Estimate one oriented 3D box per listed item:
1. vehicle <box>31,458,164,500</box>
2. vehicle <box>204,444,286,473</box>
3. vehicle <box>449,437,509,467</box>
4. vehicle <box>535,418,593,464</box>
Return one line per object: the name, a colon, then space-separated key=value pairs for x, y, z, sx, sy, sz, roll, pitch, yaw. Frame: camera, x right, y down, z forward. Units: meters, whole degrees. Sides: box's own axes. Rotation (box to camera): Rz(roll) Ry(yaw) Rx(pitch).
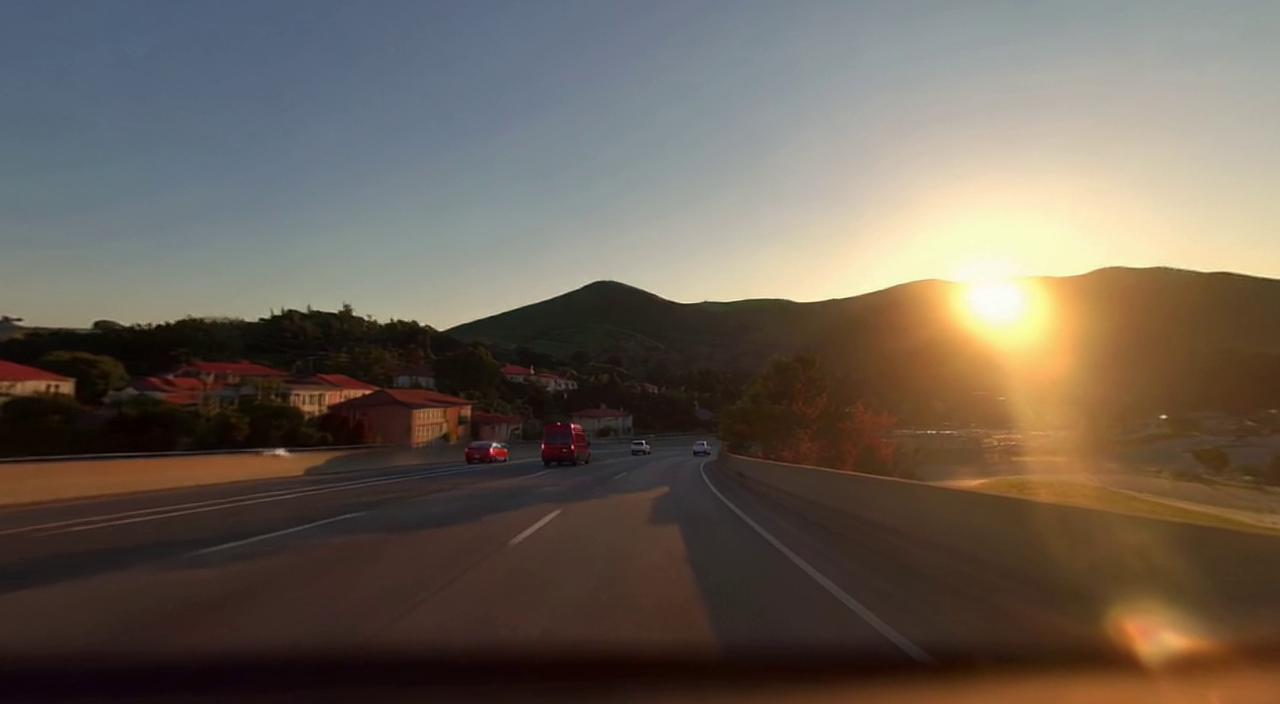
vehicle: x=-21.331 y=4.970 z=25.060 sx=1.764 sy=1.429 sz=3.851 roll=0 pitch=-8 yaw=2
vehicle: x=-25.268 y=6.810 z=40.659 sx=2.042 sy=1.739 sz=4.580 roll=-1 pitch=-8 yaw=4
vehicle: x=-8.769 y=5.498 z=34.825 sx=1.821 sy=1.524 sz=4.342 roll=-1 pitch=-8 yaw=6
vehicle: x=-4.784 y=5.761 z=40.909 sx=2.314 sy=2.703 sz=6.441 roll=-1 pitch=-8 yaw=6
